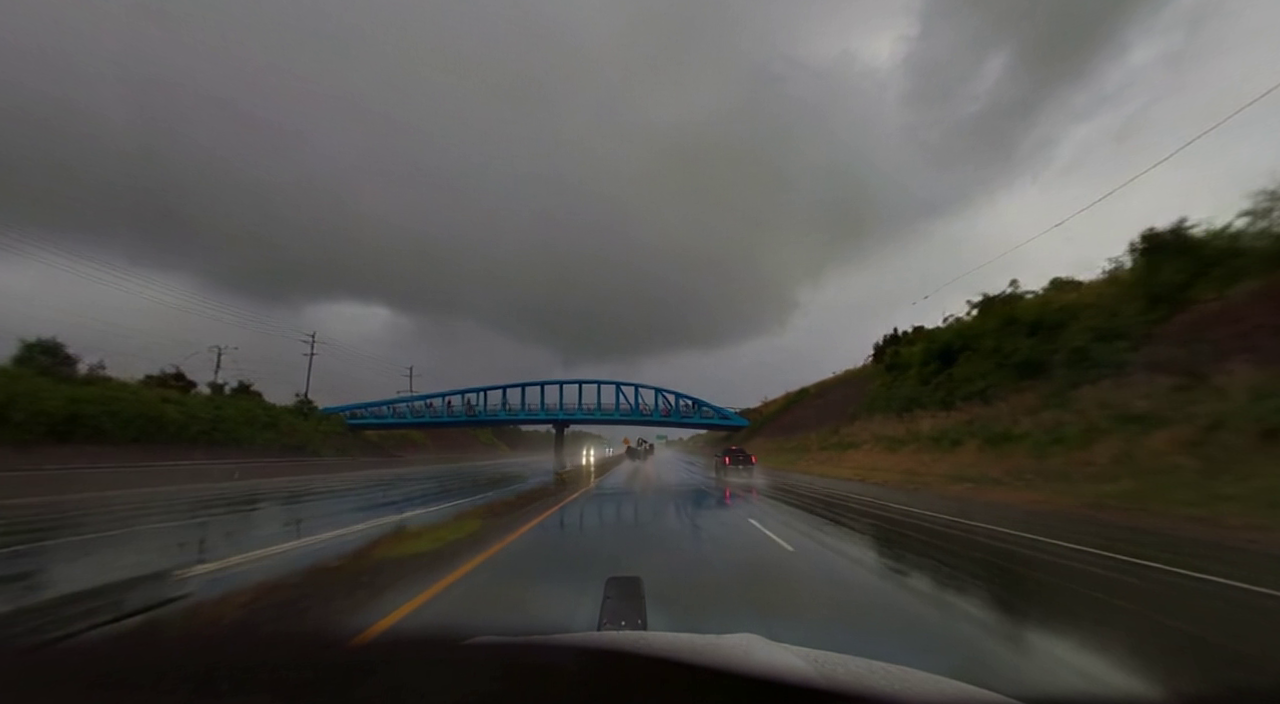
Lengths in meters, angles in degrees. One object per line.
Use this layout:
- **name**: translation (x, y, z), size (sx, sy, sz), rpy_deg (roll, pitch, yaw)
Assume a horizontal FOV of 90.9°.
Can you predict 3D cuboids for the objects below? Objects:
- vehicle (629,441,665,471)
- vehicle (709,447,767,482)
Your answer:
- **vehicle**: translation (0.518, 7.253, 44.139), size (2.369, 1.948, 5.343), rpy_deg (0, -9, 2)
- **vehicle**: translation (4.569, 5.312, 30.126), size (1.988, 1.505, 4.958), rpy_deg (0, -9, 0)
